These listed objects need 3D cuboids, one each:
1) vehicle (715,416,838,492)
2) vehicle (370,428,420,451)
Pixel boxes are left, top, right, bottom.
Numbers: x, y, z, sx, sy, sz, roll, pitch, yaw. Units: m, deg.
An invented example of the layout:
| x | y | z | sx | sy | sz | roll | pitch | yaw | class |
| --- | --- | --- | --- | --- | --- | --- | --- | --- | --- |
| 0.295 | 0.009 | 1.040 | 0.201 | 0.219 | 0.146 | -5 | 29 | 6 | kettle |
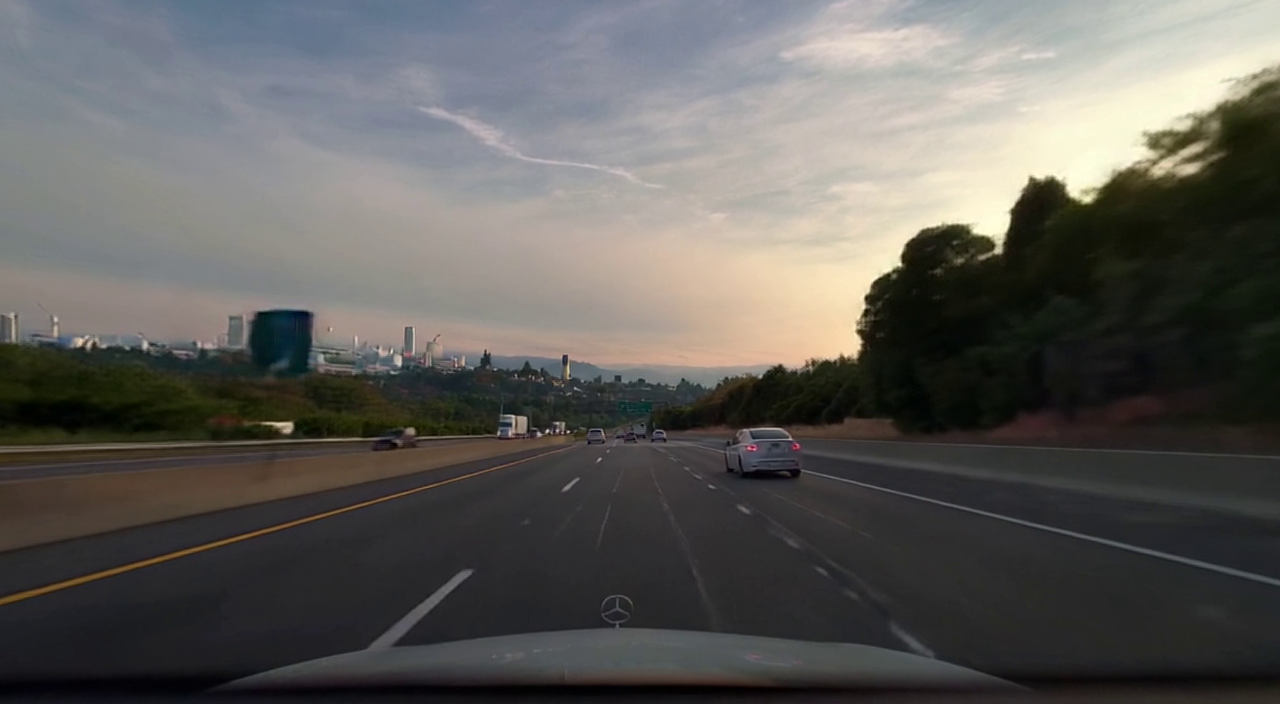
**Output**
| x | y | z | sx | sy | sz | roll | pitch | yaw | class |
| --- | --- | --- | --- | --- | --- | --- | --- | --- | --- |
| 3.218 | 2.507 | 15.811 | 2.022 | 1.637 | 4.229 | 0 | -8 | -2 | vehicle |
| -16.406 | 5.862 | 42.385 | 1.863 | 1.450 | 3.813 | 0 | -8 | -1 | vehicle |
